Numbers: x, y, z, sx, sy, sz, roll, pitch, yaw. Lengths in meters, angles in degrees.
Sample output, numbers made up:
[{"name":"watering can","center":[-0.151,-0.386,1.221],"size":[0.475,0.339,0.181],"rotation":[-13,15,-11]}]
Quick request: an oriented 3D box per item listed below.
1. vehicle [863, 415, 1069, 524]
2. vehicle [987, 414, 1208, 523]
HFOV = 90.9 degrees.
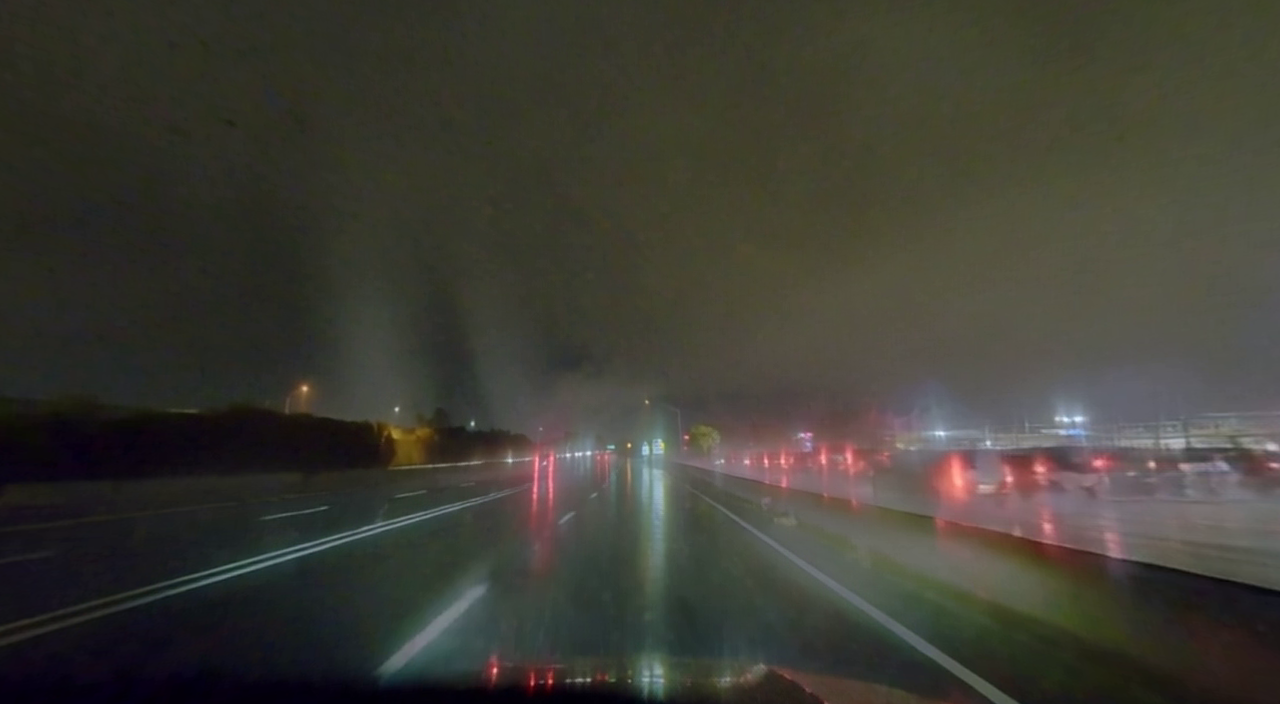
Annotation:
[{"name":"vehicle","center":[12.747,4.732,26.343],"size":[2.941,3.578,10.624],"rotation":[0,-9,0]},{"name":"vehicle","center":[18.391,4.723,26.461],"size":[2.698,3.744,8.974],"rotation":[0,-9,2]}]
